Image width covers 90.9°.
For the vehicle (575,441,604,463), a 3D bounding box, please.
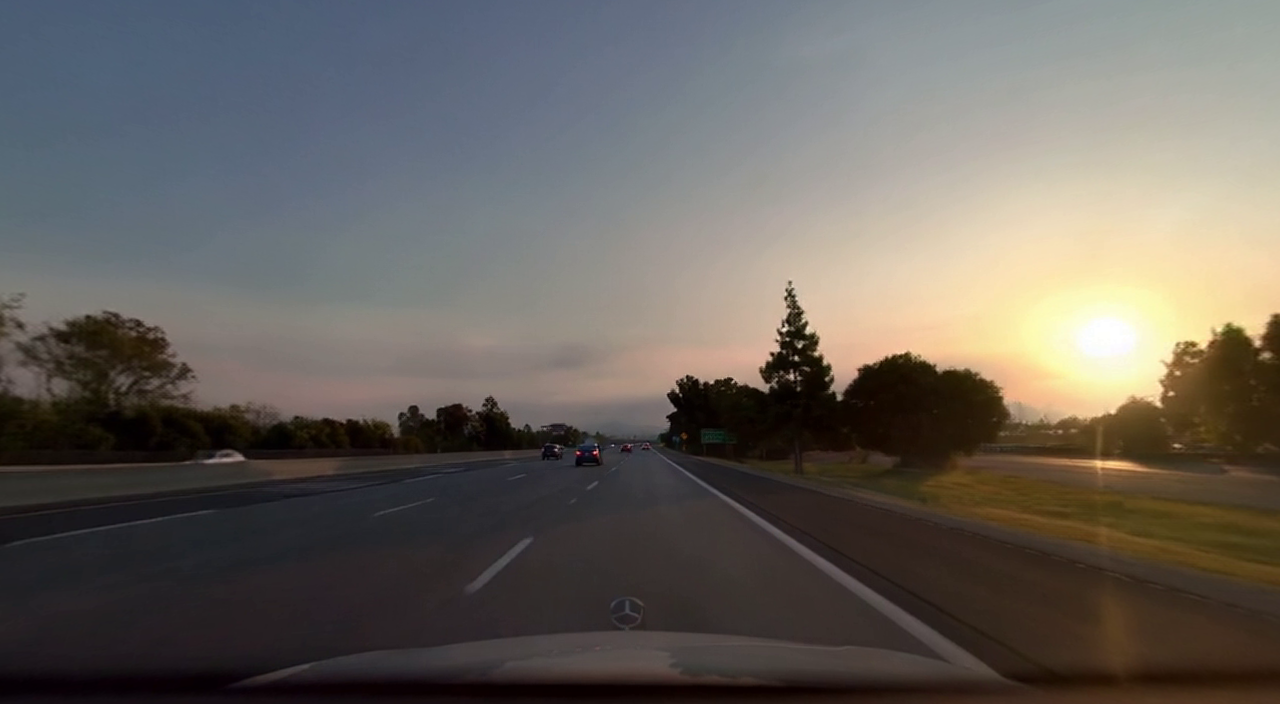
[{"bbox_3d":[-3.613,7.272,45.818,1.786,1.488,4.023,0,-8,0],"label":"vehicle"}]
